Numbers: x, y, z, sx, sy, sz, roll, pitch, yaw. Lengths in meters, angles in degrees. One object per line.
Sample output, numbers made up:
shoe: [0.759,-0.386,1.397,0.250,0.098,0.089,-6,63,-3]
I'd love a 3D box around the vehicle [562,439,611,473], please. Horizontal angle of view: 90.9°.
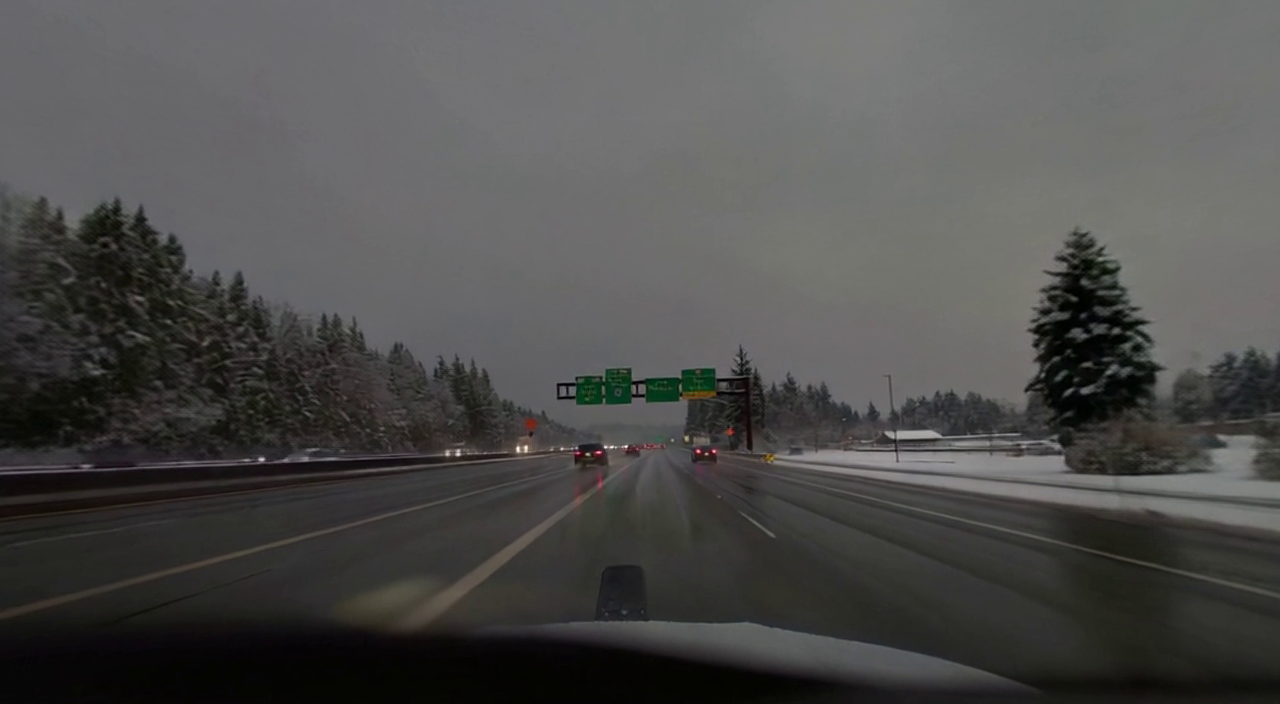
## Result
vehicle: [-2.923,5.808,35.488,2.196,1.733,4.355,0,-8,2]

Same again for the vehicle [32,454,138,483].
vehicle: [-31.751,6.662,36.284,1.809,1.444,4.631,0,-8,1]

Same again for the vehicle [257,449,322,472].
vehicle: [-23.709,7.308,42.772,1.916,1.452,4.068,-1,-8,3]

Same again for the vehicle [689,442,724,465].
vehicle: [5.118,7.860,49.172,2.229,1.704,4.392,0,-8,0]
